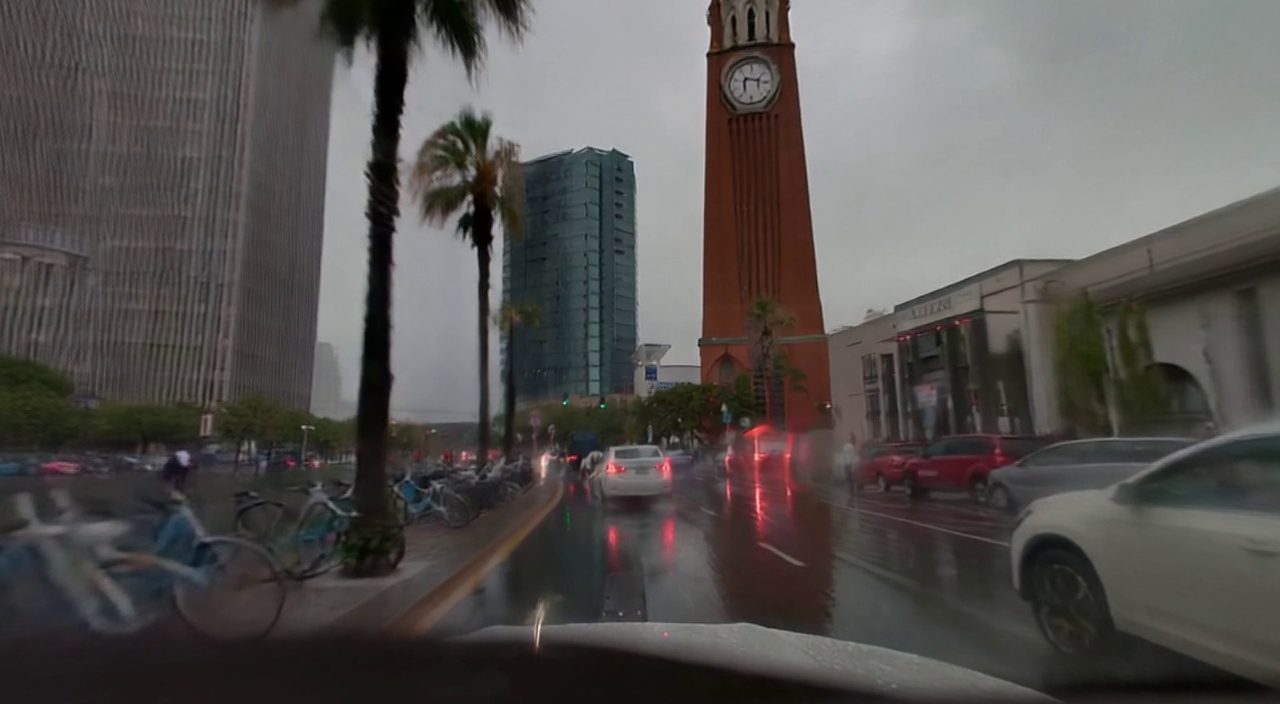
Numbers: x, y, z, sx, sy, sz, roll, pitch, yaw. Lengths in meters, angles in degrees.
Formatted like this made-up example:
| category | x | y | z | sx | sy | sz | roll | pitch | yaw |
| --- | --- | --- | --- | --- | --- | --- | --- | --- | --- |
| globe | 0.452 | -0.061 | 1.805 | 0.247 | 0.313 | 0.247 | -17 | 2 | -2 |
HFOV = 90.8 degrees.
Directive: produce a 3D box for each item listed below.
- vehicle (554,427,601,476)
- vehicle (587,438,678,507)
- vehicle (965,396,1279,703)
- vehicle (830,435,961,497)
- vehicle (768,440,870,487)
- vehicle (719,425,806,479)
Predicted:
| category | x | y | z | sx | sy | sz | roll | pitch | yaw |
| --- | --- | --- | --- | --- | --- | --- | --- | --- | --- |
| vehicle | -4.135 | 6.409 | 40.868 | 2.400 | 2.872 | 6.053 | 2 | -9 | -12 |
| vehicle | -0.334 | 3.167 | 17.017 | 2.111 | 1.605 | 3.832 | 1 | -9 | -6 |
| vehicle | 3.568 | 0.899 | 2.299 | 2.116 | 1.500 | 4.702 | 0 | -9 | -2 |
| vehicle | 7.640 | 3.449 | 19.425 | 1.860 | 1.684 | 4.211 | 1 | -9 | -6 |
| vehicle | 6.917 | 4.367 | 25.066 | 1.945 | 1.623 | 5.013 | 1 | -9 | -8 |
| vehicle | 5.954 | 5.020 | 31.656 | 2.377 | 2.429 | 5.532 | 1 | -9 | -10 |
